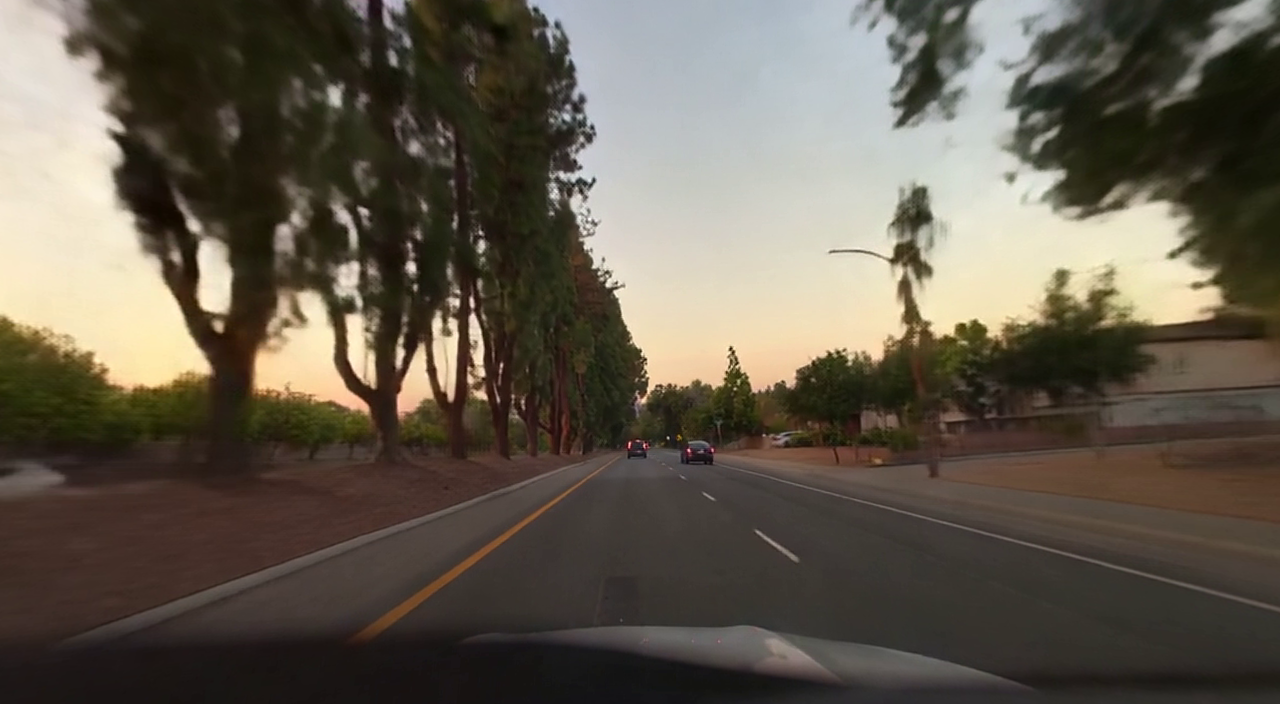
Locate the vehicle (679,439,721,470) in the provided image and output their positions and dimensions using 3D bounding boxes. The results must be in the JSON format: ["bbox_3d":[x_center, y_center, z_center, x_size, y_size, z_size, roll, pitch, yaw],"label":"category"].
[{"bbox_3d":[3.391,5.873,36.451,1.888,1.640,4.044,0,-9,-2],"label":"vehicle"}]

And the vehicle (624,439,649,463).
[{"bbox_3d":[-0.295,7.760,49.736,1.925,1.799,4.257,0,-8,-1],"label":"vehicle"}]
